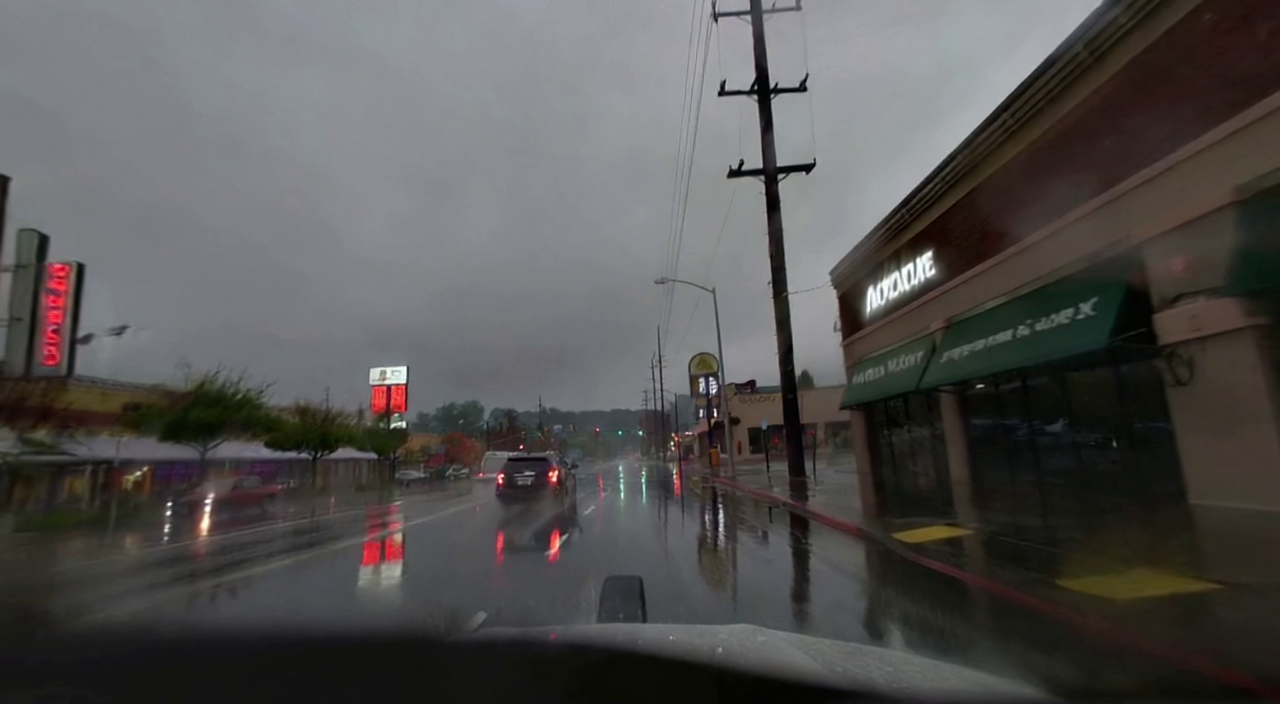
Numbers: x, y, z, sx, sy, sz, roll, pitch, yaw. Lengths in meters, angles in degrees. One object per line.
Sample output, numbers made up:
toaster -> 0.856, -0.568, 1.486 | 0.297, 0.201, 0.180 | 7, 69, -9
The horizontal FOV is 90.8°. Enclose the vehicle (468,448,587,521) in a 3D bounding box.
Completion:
vehicle -> -2.448, 2.998, 14.849 | 1.977, 1.451, 4.032 | -1, -9, 1

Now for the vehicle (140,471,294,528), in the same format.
vehicle -> -13.677, 4.750, 20.825 | 1.922, 1.481, 4.441 | -1, -9, 1
